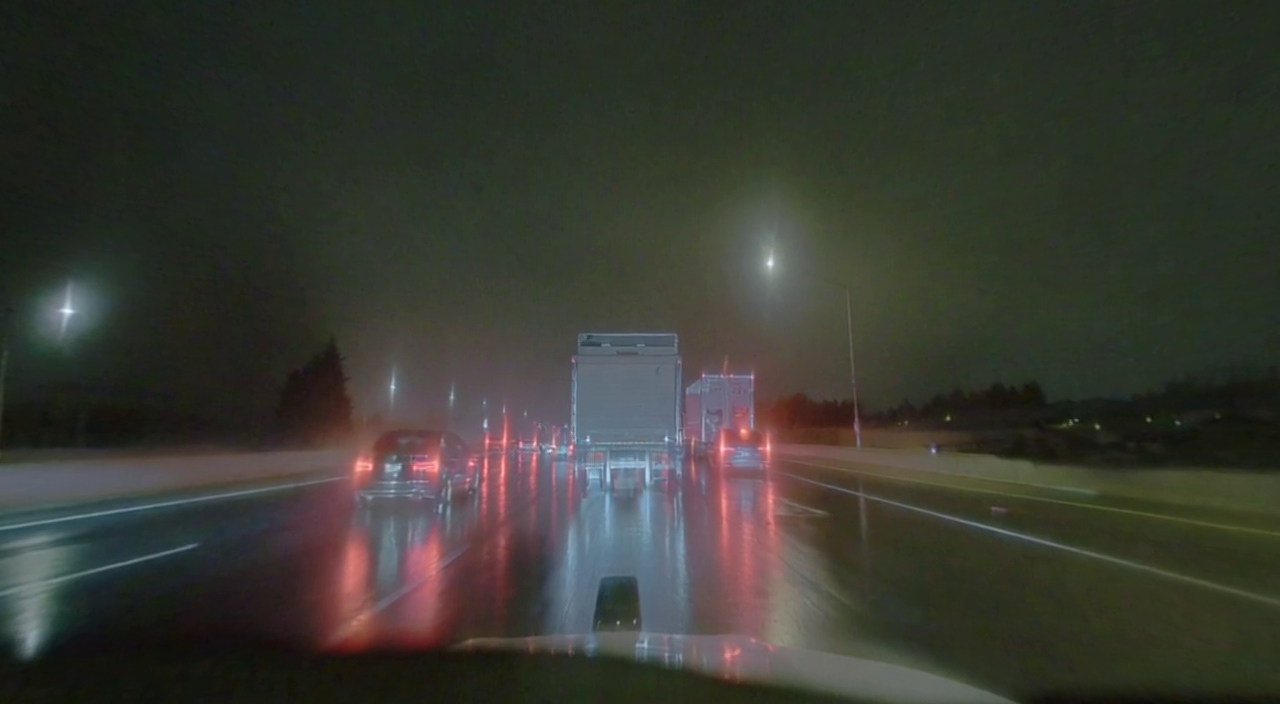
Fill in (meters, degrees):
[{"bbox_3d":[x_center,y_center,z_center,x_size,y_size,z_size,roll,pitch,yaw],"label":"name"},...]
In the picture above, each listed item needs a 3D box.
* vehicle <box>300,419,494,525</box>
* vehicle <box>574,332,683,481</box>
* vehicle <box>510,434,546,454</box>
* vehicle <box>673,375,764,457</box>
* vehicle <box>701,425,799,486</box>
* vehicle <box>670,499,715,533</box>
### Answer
[{"bbox_3d":[-3.950,1.987,11.016,1.882,1.493,3.828,0,-8,0],"label":"vehicle"},{"bbox_3d":[-0.432,2.123,22.075,2.938,4.033,9.980,0,-8,-1],"label":"vehicle"},{"bbox_3d":[-8.770,7.214,49.573,2.019,1.471,4.347,0,-8,-1],"label":"vehicle"},{"bbox_3d":[4.141,4.188,37.340,2.863,3.936,14.058,1,-9,-3],"label":"vehicle"},{"bbox_3d":[2.995,2.910,18.055,1.976,1.513,4.065,0,-8,-2],"label":"vehicle"},{"bbox_3d":[3.708,11.708,44.925,2.835,2.000,2.696,0,-7,-2],"label":"vehicle"}]
